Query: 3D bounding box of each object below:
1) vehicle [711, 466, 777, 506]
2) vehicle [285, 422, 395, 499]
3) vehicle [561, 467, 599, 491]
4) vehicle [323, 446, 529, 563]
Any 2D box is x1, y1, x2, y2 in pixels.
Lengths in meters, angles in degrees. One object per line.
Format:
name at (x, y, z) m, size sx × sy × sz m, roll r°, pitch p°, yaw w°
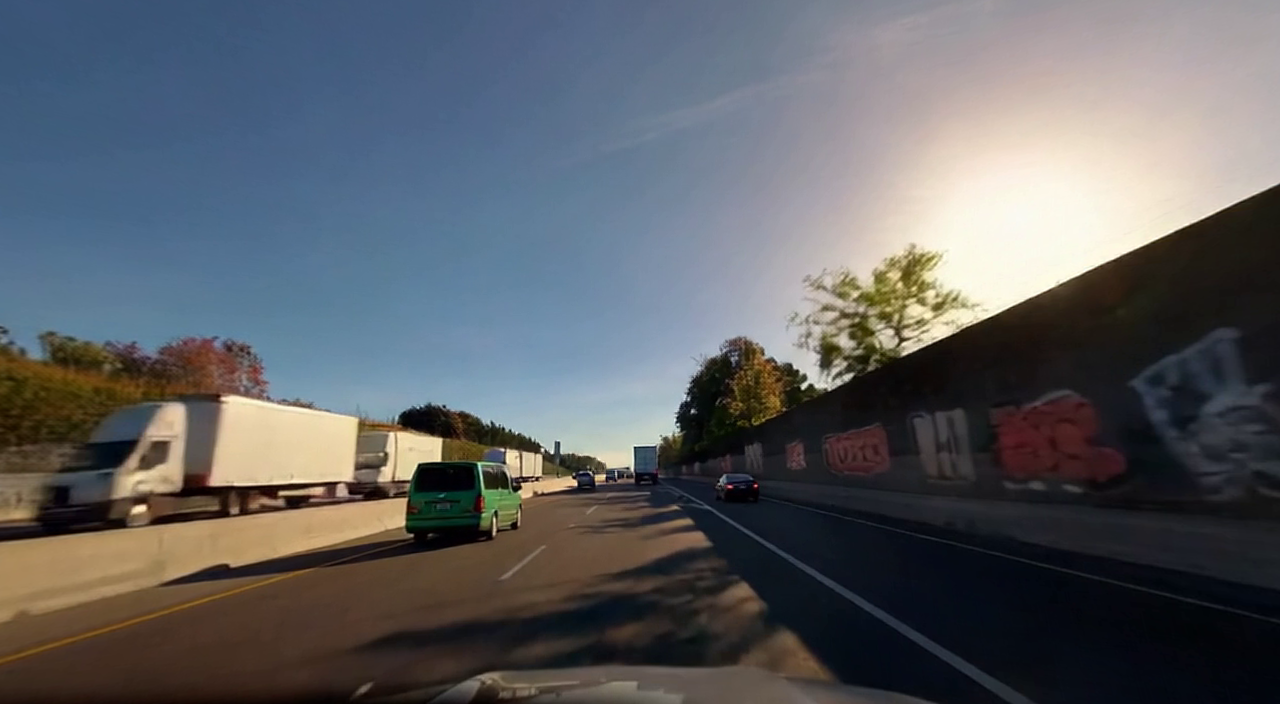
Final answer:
vehicle at (4.146, 5.415, 25.717) m, size 1.917 × 1.458 × 4.199 m, roll 1°, pitch -10°, yaw -1°
vehicle at (-16.744, 6.169, 35.736) m, size 3.036 × 3.971 × 5.894 m, roll 0°, pitch -10°, yaw 0°
vehicle at (-3.891, 8.337, 41.580) m, size 2.054 × 1.443 × 4.131 m, roll 0°, pitch -10°, yaw 0°
vehicle at (-3.415, 2.566, 11.187) m, size 2.004 × 1.610 × 4.508 m, roll 0°, pitch -10°, yaw 1°
